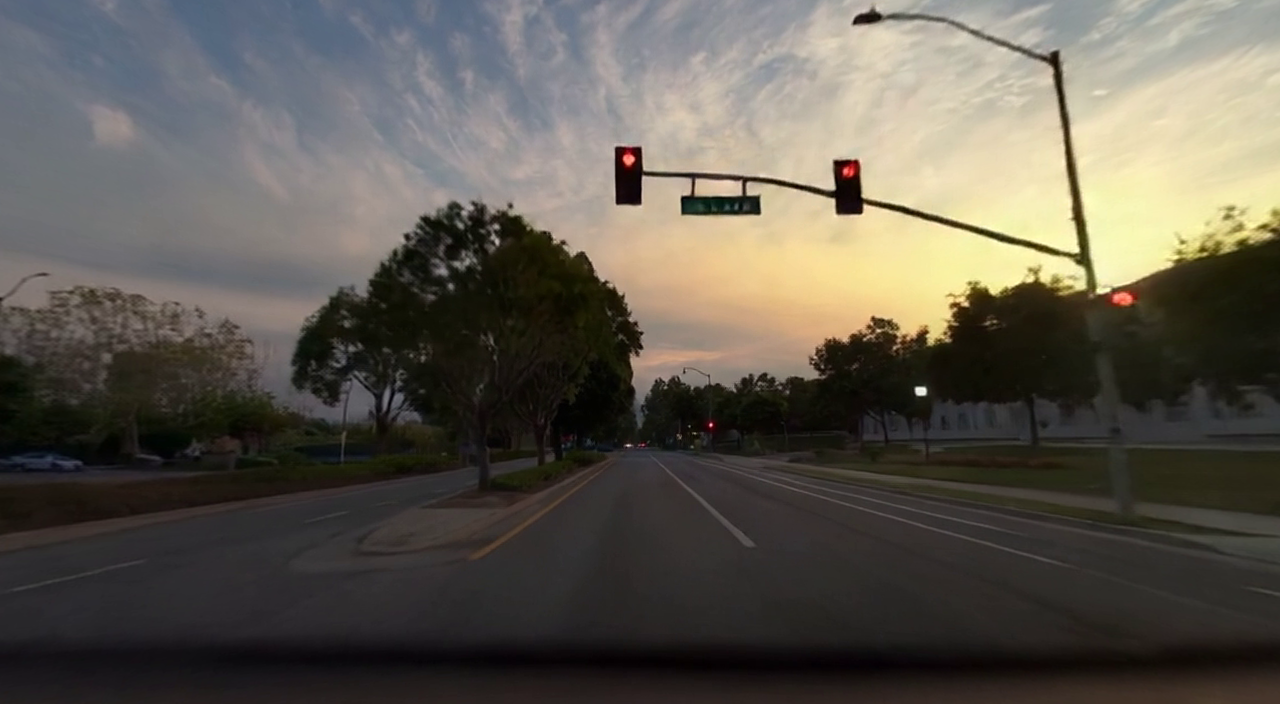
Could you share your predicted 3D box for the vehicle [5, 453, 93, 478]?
[{"bbox_3d":[-42.777,8.216,45.786,4.185,1.671,1.973,0,-9,-6],"label":"vehicle"}]
